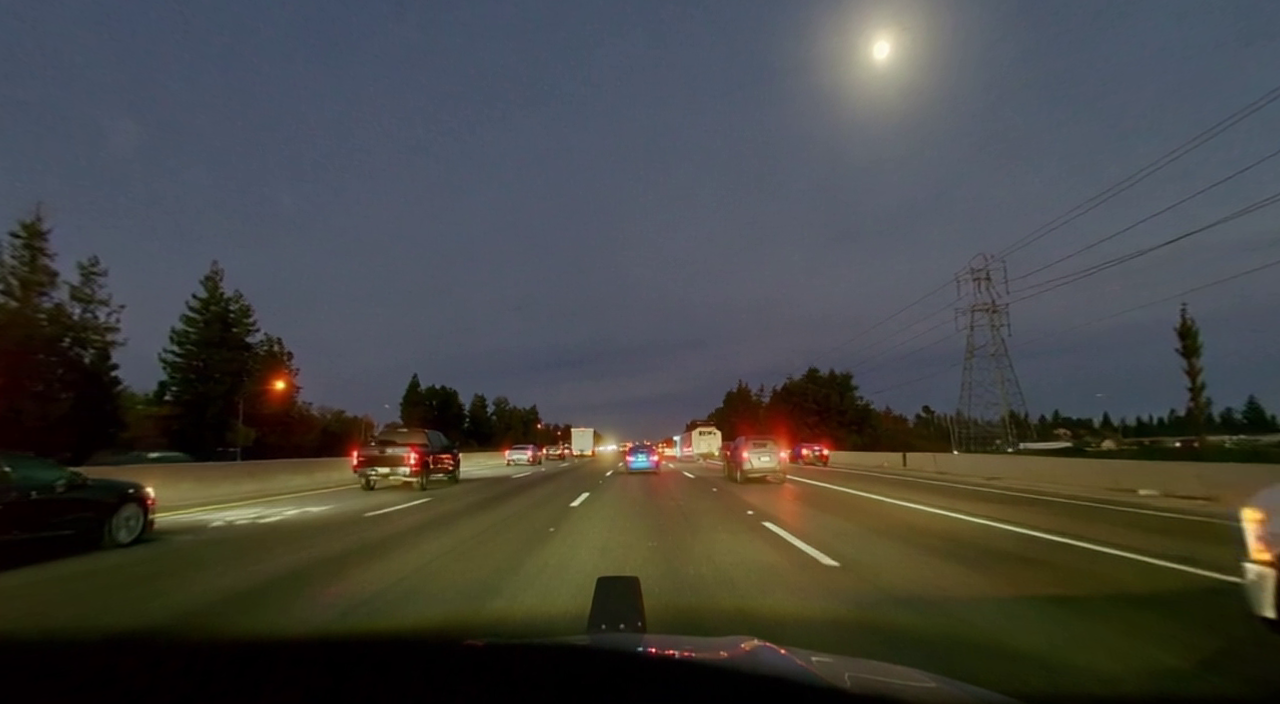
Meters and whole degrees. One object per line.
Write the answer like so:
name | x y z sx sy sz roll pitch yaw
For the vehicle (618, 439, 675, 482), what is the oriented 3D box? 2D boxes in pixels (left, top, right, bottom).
vehicle | 0.215 4.042 23.806 1.966 1.444 3.986 0 -9 0

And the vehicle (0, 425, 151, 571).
vehicle | -7.519 1.453 6.183 1.911 1.479 4.312 0 -9 1

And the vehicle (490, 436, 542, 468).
vehicle | -6.970 5.695 35.930 1.978 1.680 4.263 0 -9 1

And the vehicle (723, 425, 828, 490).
vehicle | 4.071 3.274 19.851 2.195 1.778 4.455 0 -9 -2

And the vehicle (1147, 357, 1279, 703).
vehicle | 3.914 0.648 1.391 2.002 1.691 4.290 0 -9 1

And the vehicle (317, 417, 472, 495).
vehicle | -6.975 3.068 18.853 2.269 1.936 5.777 0 -9 0

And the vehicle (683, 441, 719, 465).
vehicle | 3.906 6.528 40.850 1.895 1.429 3.908 0 -9 -1
